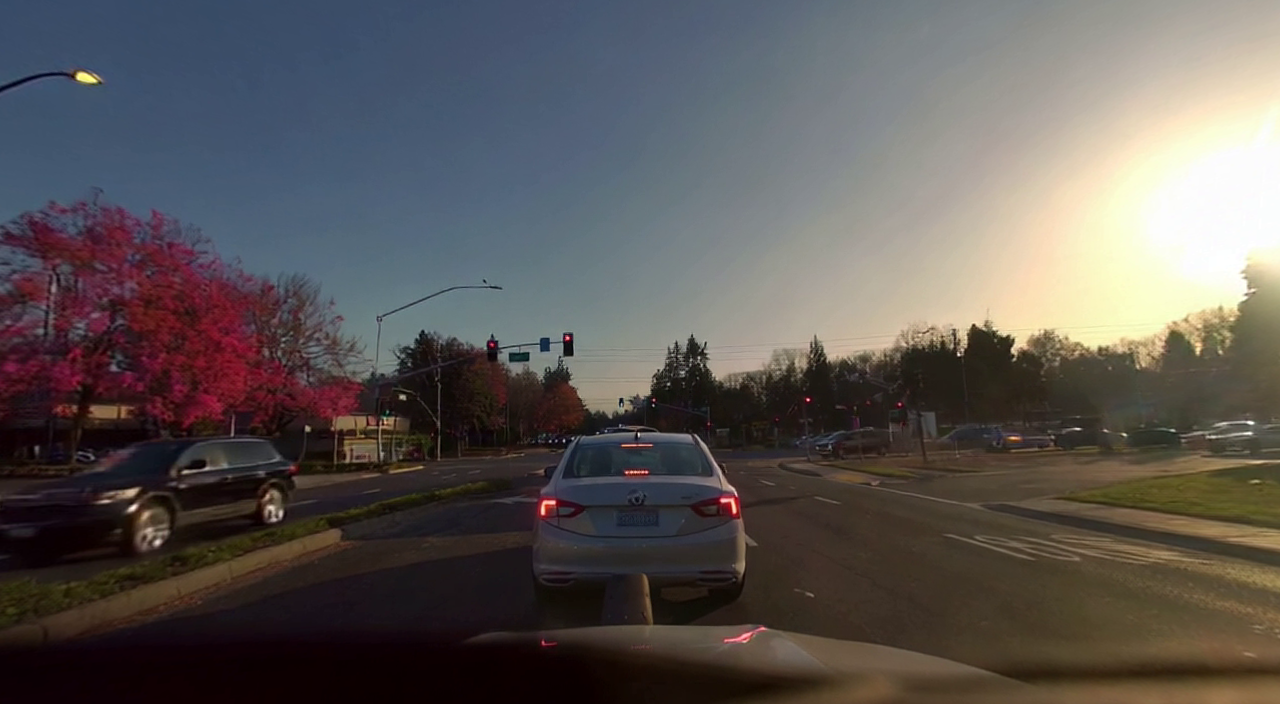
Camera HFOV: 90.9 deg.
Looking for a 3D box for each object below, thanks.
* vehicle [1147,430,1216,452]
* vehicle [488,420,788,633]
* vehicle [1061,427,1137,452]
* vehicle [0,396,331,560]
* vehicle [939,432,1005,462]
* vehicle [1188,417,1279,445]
[{"bbox_3d":[40.941,6.715,47.700,3.573,1.432,1.604,-3,-8,1],"label":"vehicle"},{"bbox_3d":[-0.028,1.535,6.547,2.112,1.482,4.057,0,-8,0],"label":"vehicle"},{"bbox_3d":[34.790,6.627,47.845,4.294,1.557,1.744,-4,-7,1],"label":"vehicle"},{"bbox_3d":[-7.716,2.000,10.785,2.378,2.084,5.225,0,-8,-3],"label":"vehicle"},{"bbox_3d":[18.385,5.244,34.848,2.053,1.495,4.091,-8,-12,44],"label":"vehicle"},{"bbox_3d":[36.320,4.872,38.460,1.848,1.581,4.475,-1,-8,3],"label":"vehicle"}]
